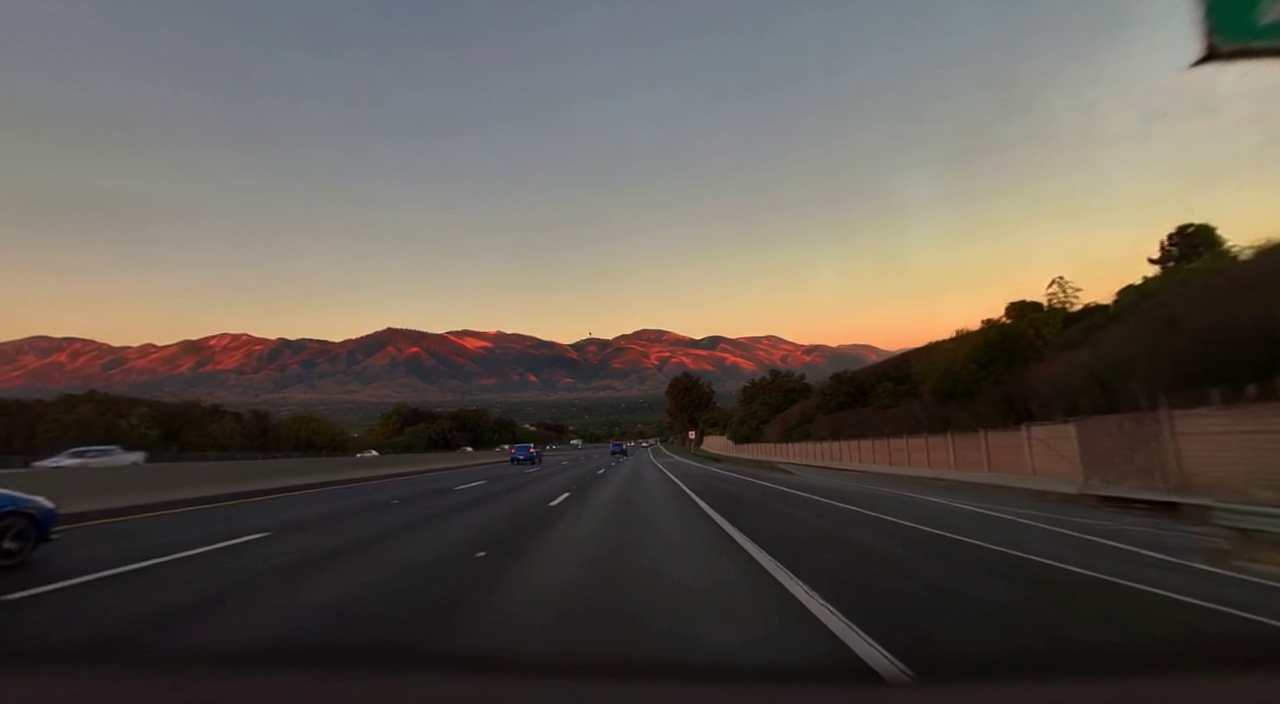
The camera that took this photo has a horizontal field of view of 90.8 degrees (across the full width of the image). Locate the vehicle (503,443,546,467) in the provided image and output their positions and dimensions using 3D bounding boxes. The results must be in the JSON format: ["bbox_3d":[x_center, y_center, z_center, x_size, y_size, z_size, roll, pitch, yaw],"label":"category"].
[{"bbox_3d":[-7.541,6.734,41.522,1.930,1.508,4.567,0,-9,0],"label":"vehicle"}]

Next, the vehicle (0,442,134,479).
[{"bbox_3d":[-32.693,6.161,36.321,2.272,1.952,5.897,0,-8,0],"label":"vehicle"}]
